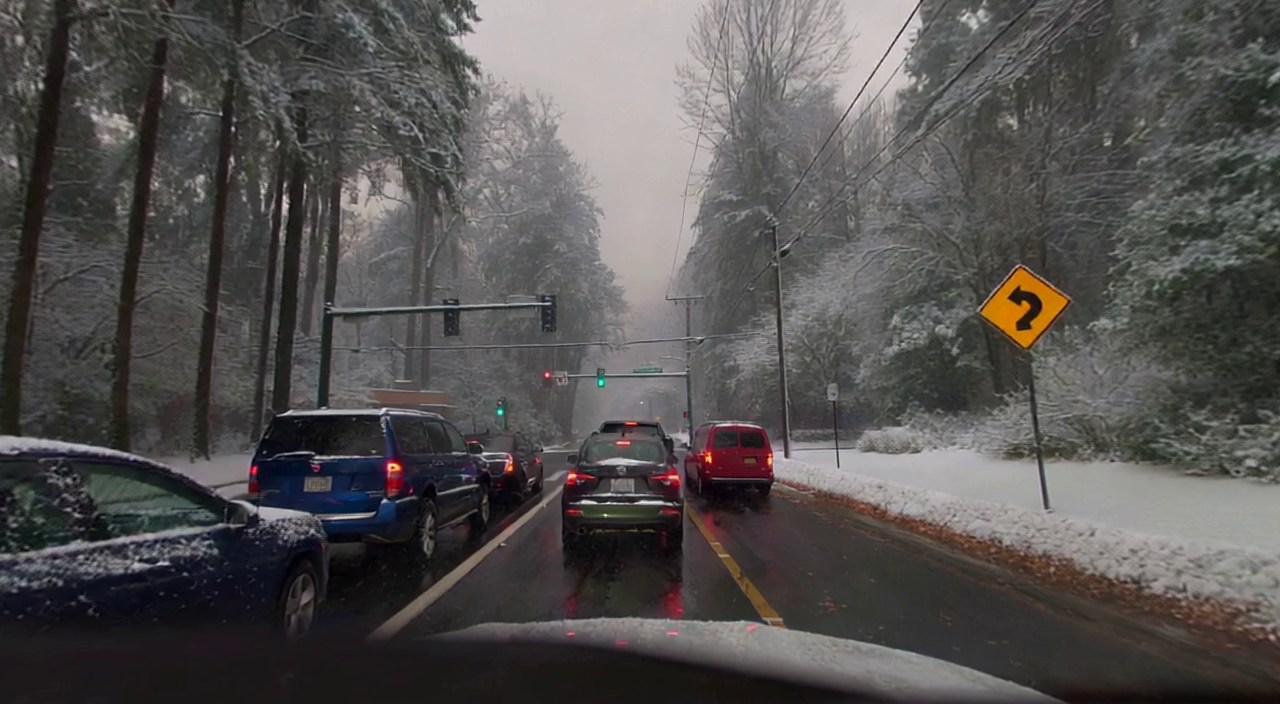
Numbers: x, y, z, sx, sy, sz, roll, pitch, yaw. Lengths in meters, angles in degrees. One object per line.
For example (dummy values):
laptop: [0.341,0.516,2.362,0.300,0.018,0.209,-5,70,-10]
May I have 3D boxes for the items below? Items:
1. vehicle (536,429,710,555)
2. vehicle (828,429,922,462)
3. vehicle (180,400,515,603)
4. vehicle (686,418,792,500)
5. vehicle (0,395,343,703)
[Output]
vehicle: [-0.252,1.922,9.352,2.025,1.453,3.848,0,-8,-2]
vehicle: [11.388,4.558,30.699,3.883,1.534,1.779,0,-8,2]
vehicle: [-2.894,1.570,7.453,1.964,1.712,4.097,0,-8,0]
vehicle: [2.452,2.808,16.873,2.059,1.864,4.541,0,-8,-1]
vehicle: [-2.920,0.839,1.618,1.974,1.484,4.716,0,-8,1]
